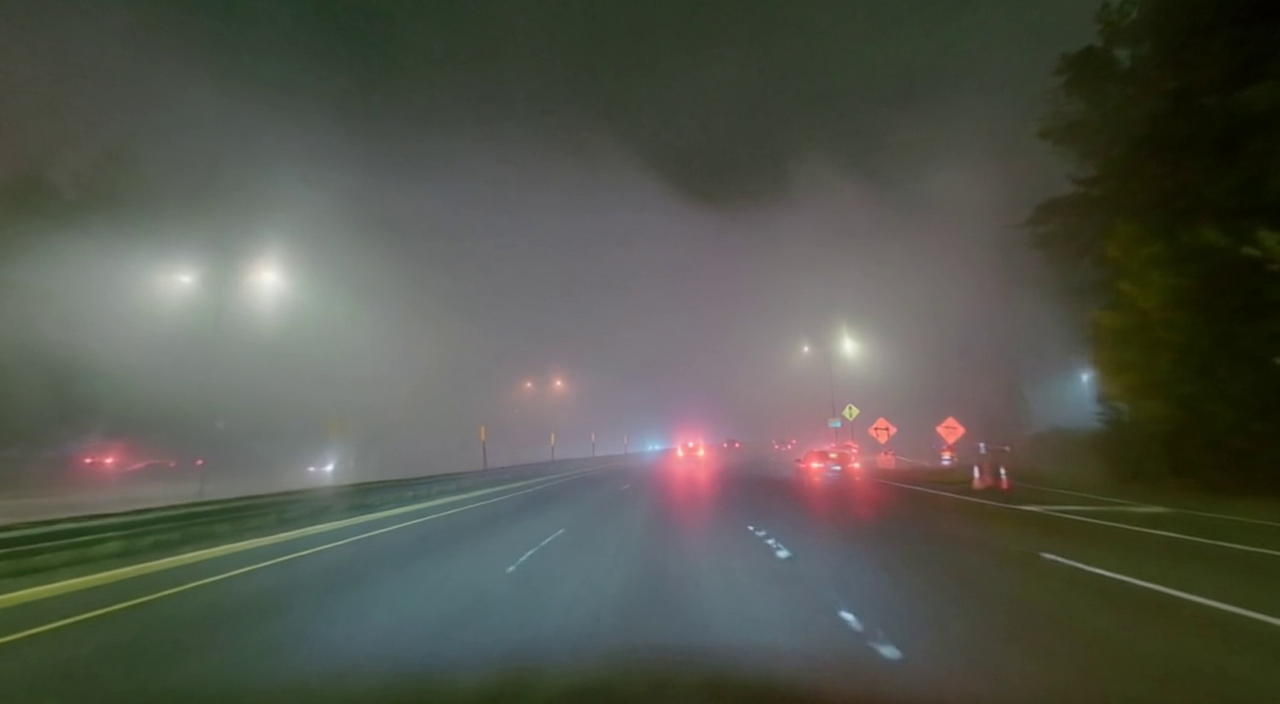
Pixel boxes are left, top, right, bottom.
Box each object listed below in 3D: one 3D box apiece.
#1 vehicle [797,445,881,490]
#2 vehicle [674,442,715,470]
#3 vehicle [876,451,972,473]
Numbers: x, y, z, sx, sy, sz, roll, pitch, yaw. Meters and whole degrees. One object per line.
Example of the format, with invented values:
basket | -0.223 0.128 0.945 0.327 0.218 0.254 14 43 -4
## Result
vehicle | 7.251 4.218 23.442 2.044 1.474 4.083 -1 -9 4
vehicle | 3.470 6.513 39.714 2.201 1.676 4.541 -2 -9 9
vehicle | 14.086 5.496 31.780 3.503 1.020 4.269 -2 -9 11
